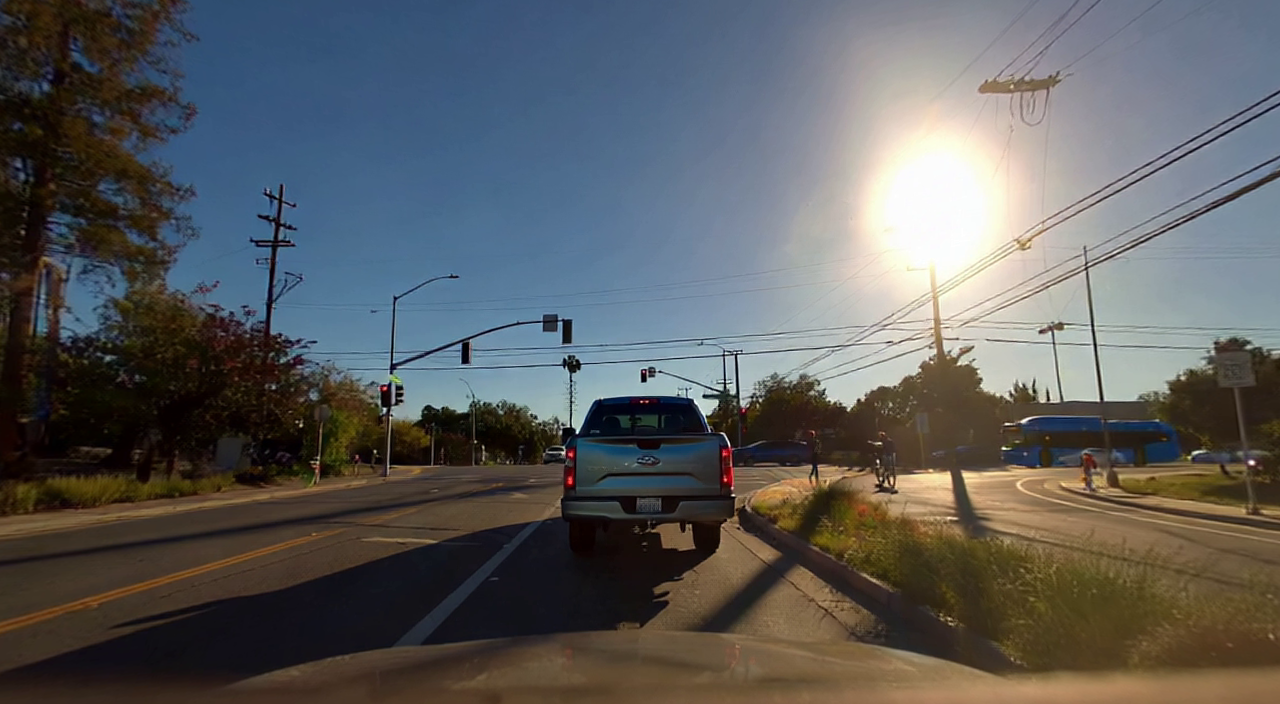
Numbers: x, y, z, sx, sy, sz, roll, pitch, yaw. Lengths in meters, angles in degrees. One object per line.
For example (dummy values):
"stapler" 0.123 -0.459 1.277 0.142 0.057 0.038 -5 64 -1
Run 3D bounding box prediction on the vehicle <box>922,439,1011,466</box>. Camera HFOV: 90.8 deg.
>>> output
"vehicle" 23.412 7.208 45.431 5.235 1.878 2.107 0 -8 -2

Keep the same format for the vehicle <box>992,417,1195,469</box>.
"vehicle" 29.368 5.965 41.252 10.726 3.128 3.003 -1 -8 1

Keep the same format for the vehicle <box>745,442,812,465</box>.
"vehicle" 10.219 7.478 46.608 4.560 1.592 1.956 -4 -9 19

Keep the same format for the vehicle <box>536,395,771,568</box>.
"vehicle" 0.111 1.899 10.139 2.707 1.964 5.485 0 -8 -1

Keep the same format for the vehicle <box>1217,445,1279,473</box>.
"vehicle" 41.371 6.972 41.269 5.426 1.728 1.999 0 -8 -2

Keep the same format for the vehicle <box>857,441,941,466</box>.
"vehicle" 16.818 6.610 41.211 4.578 1.490 1.935 -1 -8 3
